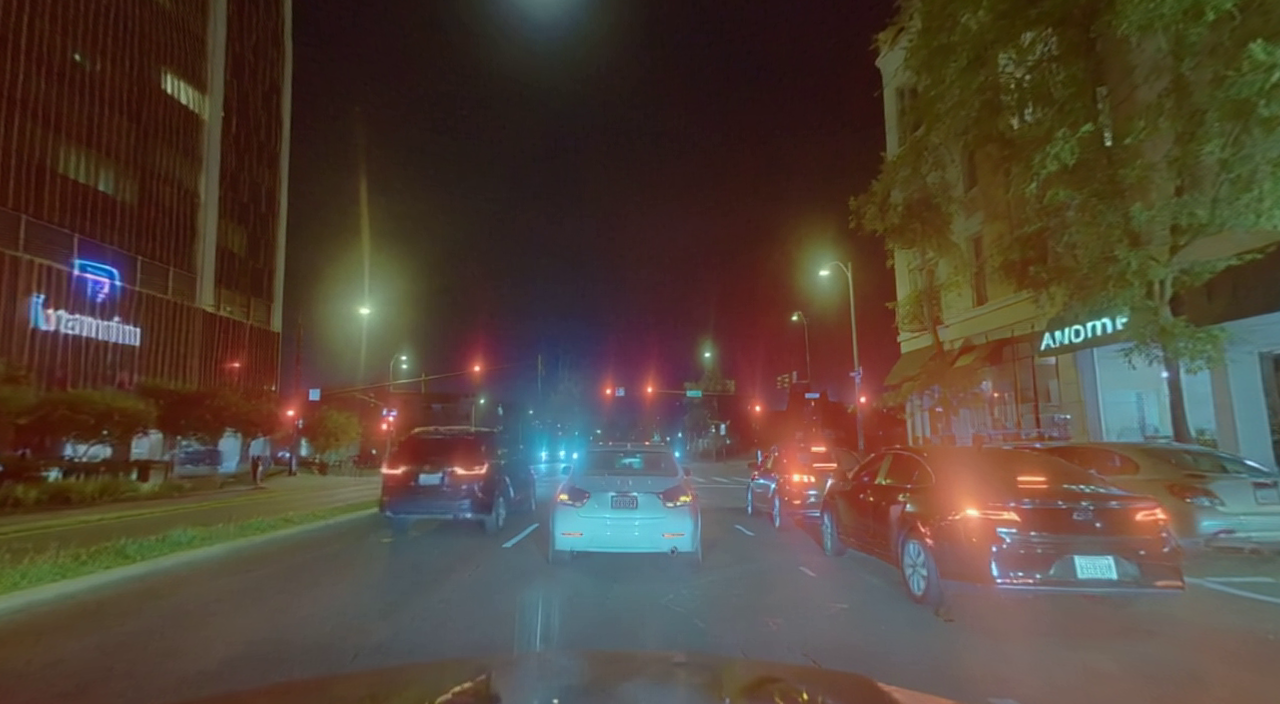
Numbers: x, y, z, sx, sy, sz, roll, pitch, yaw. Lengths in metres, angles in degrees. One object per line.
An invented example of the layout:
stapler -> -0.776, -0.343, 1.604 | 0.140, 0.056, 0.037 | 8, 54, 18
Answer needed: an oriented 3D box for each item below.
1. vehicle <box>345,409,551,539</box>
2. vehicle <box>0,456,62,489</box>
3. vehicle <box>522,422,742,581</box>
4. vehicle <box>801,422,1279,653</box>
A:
vehicle -> -3.105, 2.127, 11.603 | 2.223, 1.840, 4.919 | 0, -9, 0
vehicle -> -31.729, 5.988, 31.504 | 1.913, 1.531, 4.000 | -9, -12, 43
vehicle -> -0.106, 1.749, 8.192 | 2.118, 1.512, 4.013 | 0, -9, -1
vehicle -> 3.227, 1.536, 6.396 | 1.912, 1.454, 4.537 | 0, -9, -1
